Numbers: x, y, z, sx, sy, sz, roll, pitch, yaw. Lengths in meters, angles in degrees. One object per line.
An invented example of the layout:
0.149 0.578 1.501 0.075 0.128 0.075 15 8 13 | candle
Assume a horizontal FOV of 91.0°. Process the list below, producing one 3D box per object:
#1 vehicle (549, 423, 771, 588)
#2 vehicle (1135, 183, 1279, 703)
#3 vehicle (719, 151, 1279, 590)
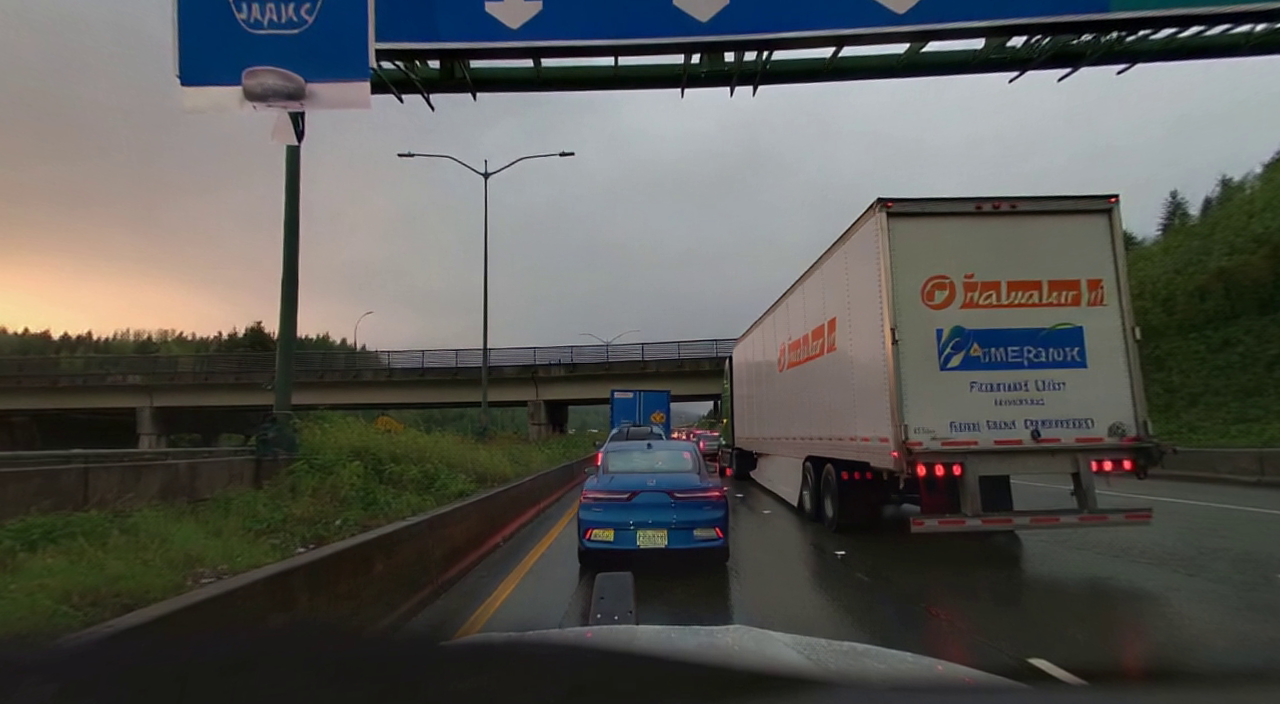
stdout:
0.172 1.674 7.681 2.045 1.490 3.597 -1 -8 0 | vehicle
4.733 0.101 0.608 2.892 2.615 6.650 0 -8 -2 | vehicle
4.183 1.066 12.937 2.827 4.081 14.305 0 -8 -2 | vehicle
